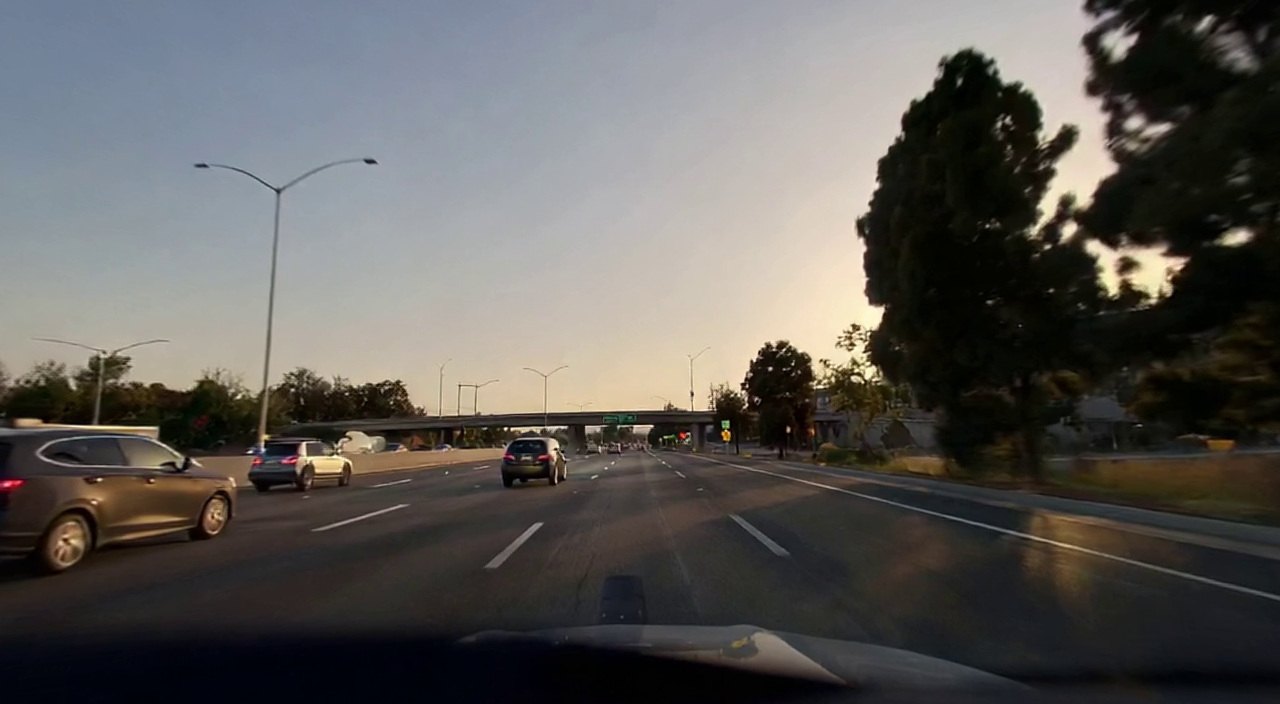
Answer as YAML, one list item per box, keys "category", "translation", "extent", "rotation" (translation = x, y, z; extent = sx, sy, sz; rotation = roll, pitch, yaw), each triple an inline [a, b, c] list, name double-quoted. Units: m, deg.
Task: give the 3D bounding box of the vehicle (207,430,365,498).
- category: "vehicle"
  translation: [-10.391, 3.313, 19.095]
  extent: [1.969, 1.759, 4.758]
  rotation: [0, -8, 0]

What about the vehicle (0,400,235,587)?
- category: "vehicle"
  translation: [-7.092, 1.493, 6.990]
  extent: [2.015, 1.762, 4.790]
  rotation: [0, -8, 0]

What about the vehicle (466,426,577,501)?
- category: "vehicle"
  translation: [-2.931, 2.879, 16.686]
  extent: [2.027, 1.697, 4.307]
  rotation: [0, -8, 1]
